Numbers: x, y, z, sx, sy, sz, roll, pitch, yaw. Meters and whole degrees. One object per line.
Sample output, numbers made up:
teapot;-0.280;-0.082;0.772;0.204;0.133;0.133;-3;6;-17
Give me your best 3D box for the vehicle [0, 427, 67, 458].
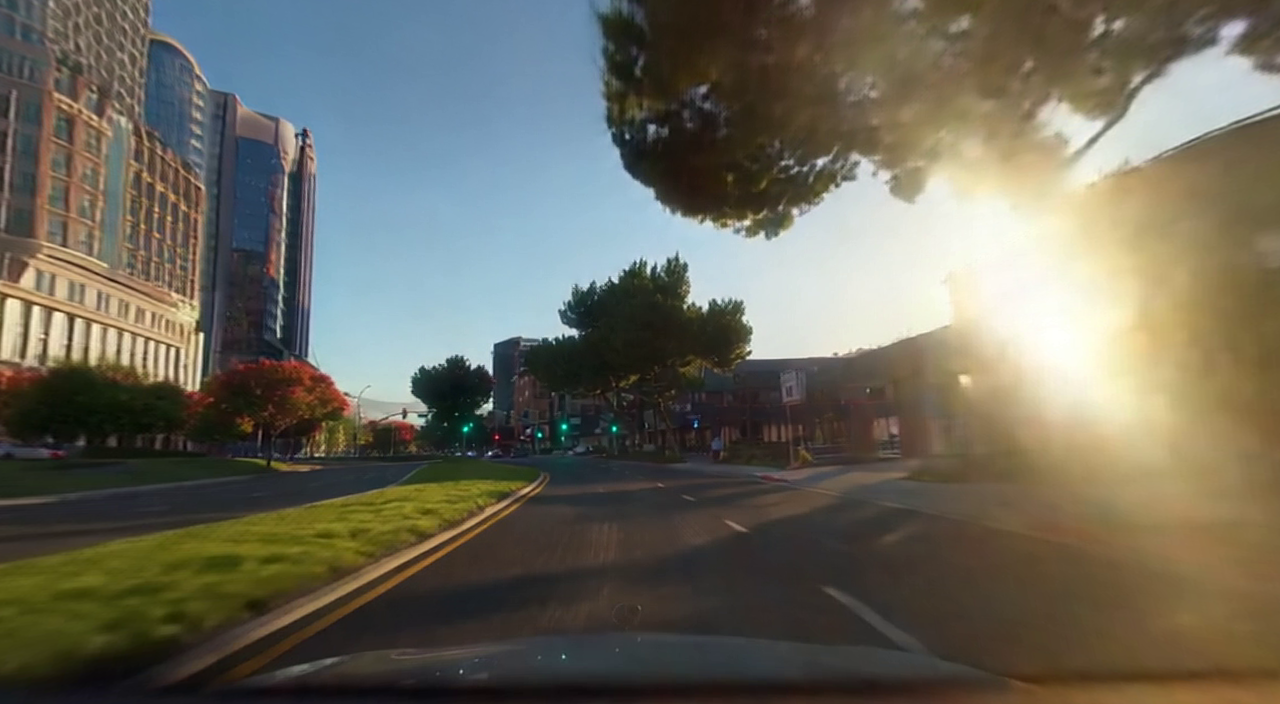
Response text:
vehicle;-31.680;4.497;31.155;4.499;1.476;1.927;1;-9;-7
